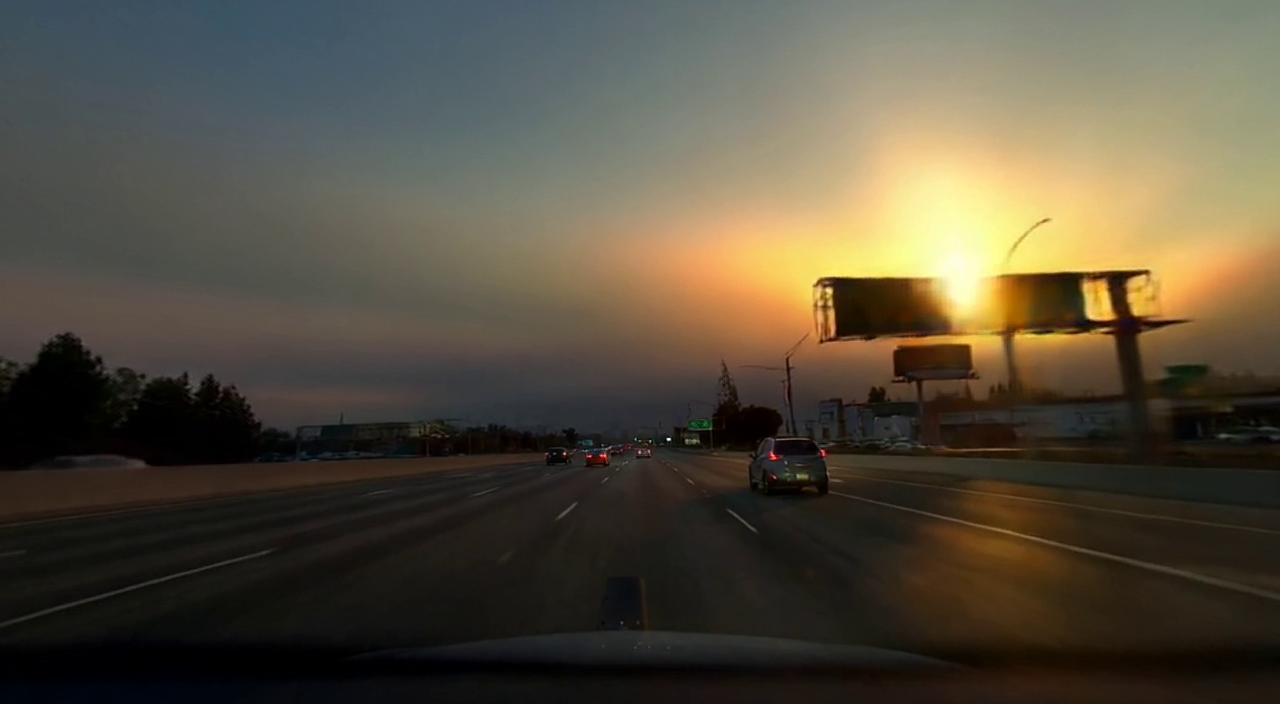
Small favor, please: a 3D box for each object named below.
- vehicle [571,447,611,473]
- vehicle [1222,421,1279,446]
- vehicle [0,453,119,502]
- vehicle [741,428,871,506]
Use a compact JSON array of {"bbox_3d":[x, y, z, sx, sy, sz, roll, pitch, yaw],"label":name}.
[{"bbox_3d":[-3.016,6.728,39.436,2.139,1.510,4.506,0,-9,0],"label":"vehicle"},{"bbox_3d":[44.927,5.840,45.017,4.543,1.707,1.983,0,-9,-1],"label":"vehicle"},{"bbox_3d":[-23.567,4.749,24.244,2.206,1.671,5.566,0,-9,0],"label":"vehicle"},{"bbox_3d":[4.197,3.006,16.851,2.109,1.764,4.704,0,-9,-1],"label":"vehicle"}]
